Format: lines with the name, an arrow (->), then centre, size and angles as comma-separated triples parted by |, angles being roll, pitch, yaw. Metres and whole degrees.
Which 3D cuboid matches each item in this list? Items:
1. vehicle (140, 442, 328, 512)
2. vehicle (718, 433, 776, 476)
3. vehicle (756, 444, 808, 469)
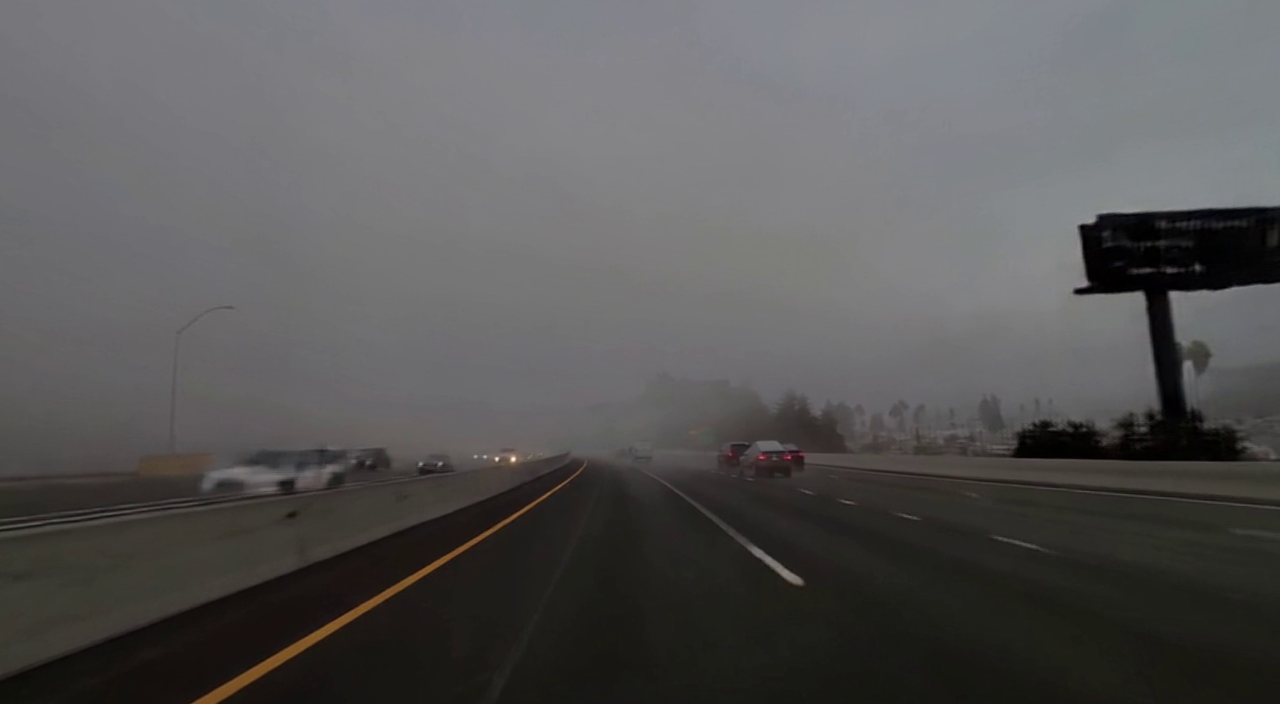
vehicle -> -9.885, 3.020, 15.941 | 1.799, 1.433, 4.661 | 0, -8, -2
vehicle -> 5.747, 5.584, 34.617 | 2.043, 2.154, 4.731 | 0, -9, -3
vehicle -> 9.017, 6.674, 40.643 | 1.981, 1.508, 4.768 | 0, -9, -3
